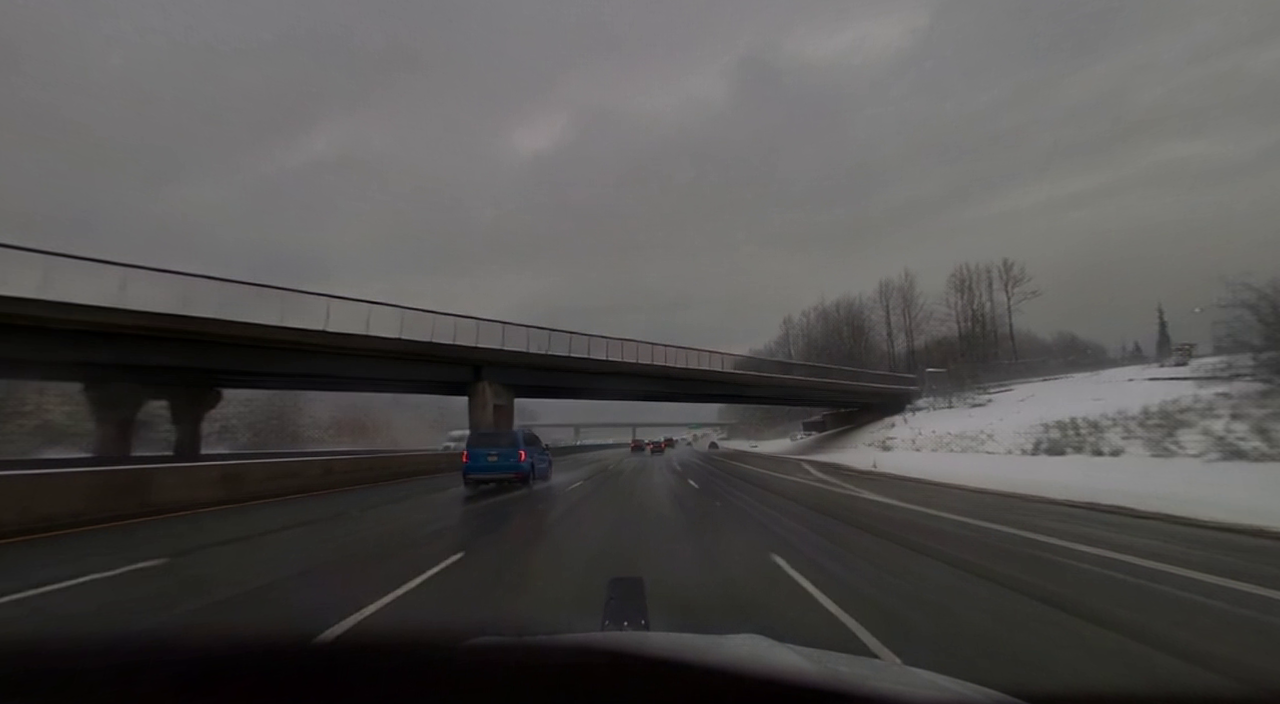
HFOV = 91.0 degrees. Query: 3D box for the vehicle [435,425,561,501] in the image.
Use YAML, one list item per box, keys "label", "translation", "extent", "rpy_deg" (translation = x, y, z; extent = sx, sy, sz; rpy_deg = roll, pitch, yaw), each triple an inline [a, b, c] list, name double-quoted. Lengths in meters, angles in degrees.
- label: "vehicle"
  translation: [-3.532, 2.867, 16.650]
  extent: [2.177, 1.707, 4.432]
  rpy_deg: [0, -8, 2]
